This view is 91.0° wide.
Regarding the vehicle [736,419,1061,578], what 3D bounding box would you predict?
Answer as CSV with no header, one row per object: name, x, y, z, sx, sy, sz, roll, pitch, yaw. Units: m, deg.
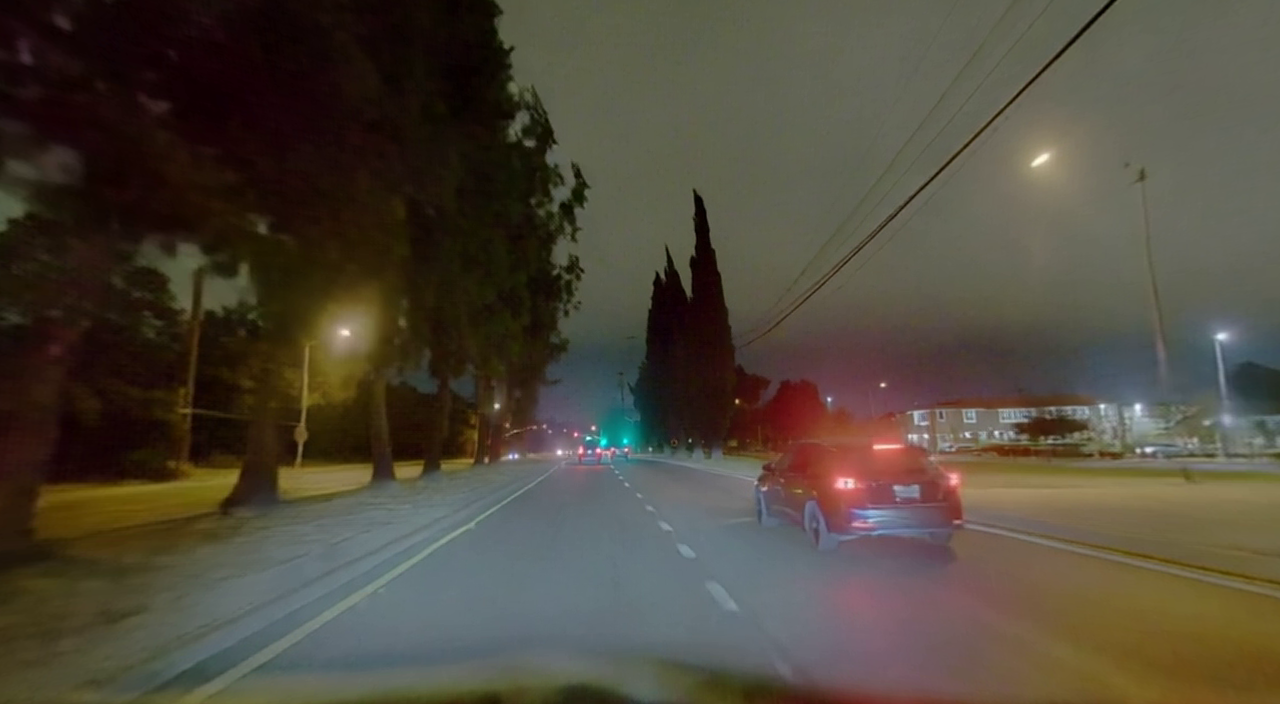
vehicle,3.050,1.868,8.959,2.235,1.597,4.918,1,-9,-4

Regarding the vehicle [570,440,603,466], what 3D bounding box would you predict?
vehicle,-3.841,7.205,45.108,2.189,1.776,4.342,1,-9,-5
